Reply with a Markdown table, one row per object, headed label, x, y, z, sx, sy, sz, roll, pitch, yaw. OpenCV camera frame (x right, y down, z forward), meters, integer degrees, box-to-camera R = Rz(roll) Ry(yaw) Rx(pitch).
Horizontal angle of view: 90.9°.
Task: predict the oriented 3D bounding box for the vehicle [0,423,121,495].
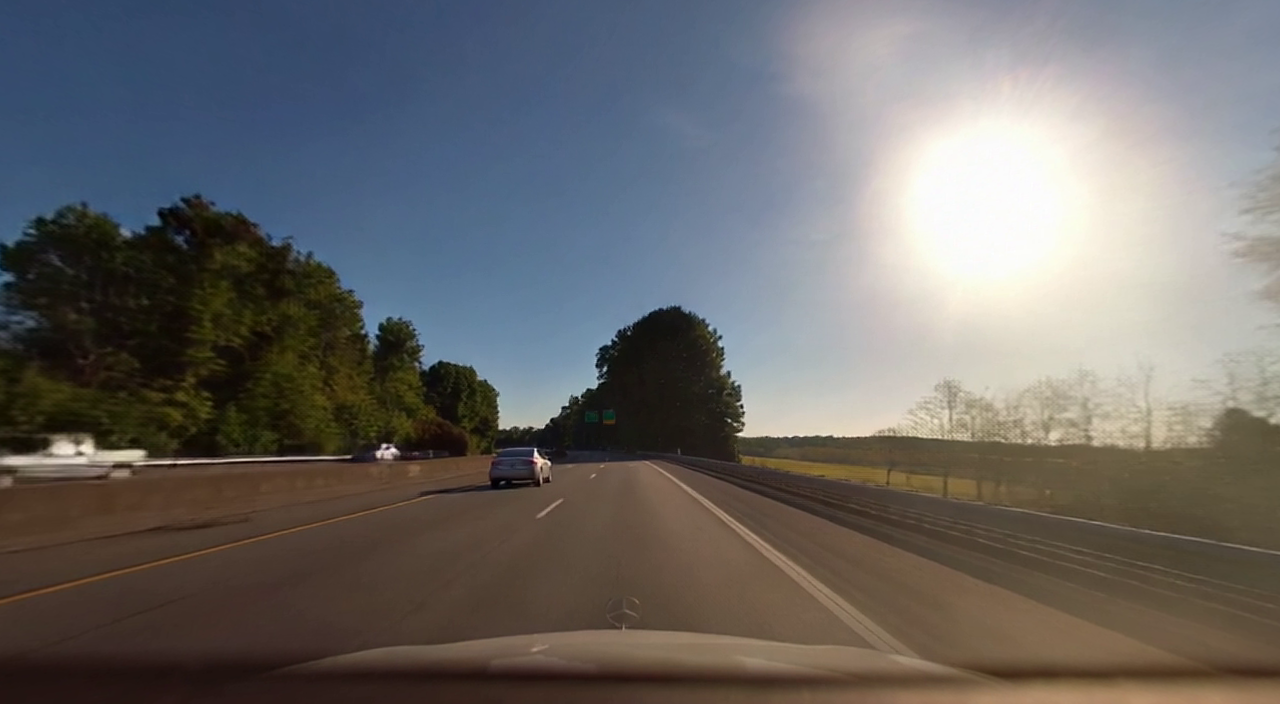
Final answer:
| label | x | y | z | sx | sy | sz | roll | pitch | yaw |
| --- | --- | --- | --- | --- | --- | --- | --- | --- | --- |
| vehicle | -15.460 | 2.545 | 15.077 | 2.094 | 1.604 | 4.645 | 0 | -9 | 0 |

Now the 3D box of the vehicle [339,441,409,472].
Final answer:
| label | x | y | z | sx | sy | sz | roll | pitch | yaw |
| --- | --- | --- | --- | --- | --- | --- | --- | --- | --- |
| vehicle | -13.755 | 5.426 | 32.839 | 1.862 | 1.462 | 4.426 | 0 | -9 | -2 |

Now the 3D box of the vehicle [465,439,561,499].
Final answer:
| label | x | y | z | sx | sy | sz | roll | pitch | yaw |
| --- | --- | --- | --- | --- | --- | --- | --- | --- | --- |
| vehicle | -3.567 | 3.371 | 18.458 | 1.990 | 1.532 | 3.911 | 0 | -9 | 0 |
